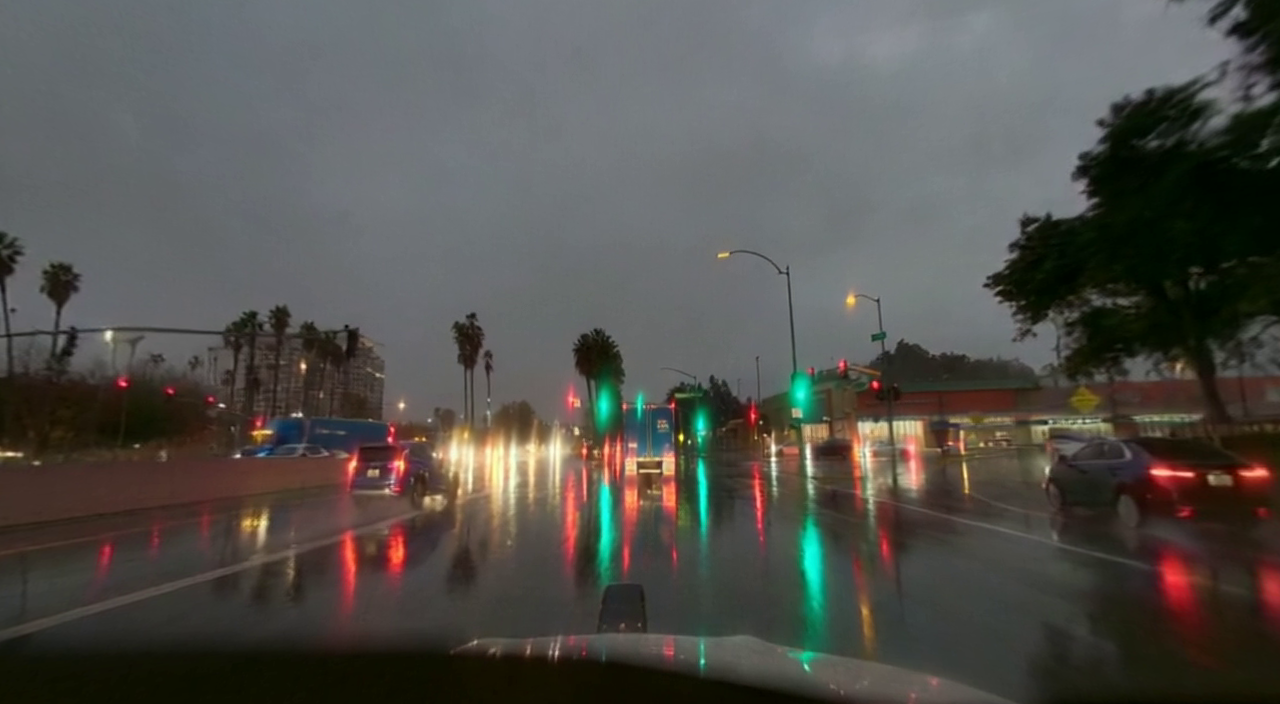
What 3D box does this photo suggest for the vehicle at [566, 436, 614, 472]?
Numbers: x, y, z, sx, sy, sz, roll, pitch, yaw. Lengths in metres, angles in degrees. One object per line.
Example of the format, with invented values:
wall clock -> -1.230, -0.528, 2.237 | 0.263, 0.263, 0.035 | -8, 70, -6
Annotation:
vehicle -> -2.718, 5.680, 35.079 | 2.178, 1.826, 4.933 | 0, -8, 1

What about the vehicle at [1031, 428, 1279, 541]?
vehicle -> 8.879, 2.112, 10.713 | 1.961, 1.502, 4.541 | -1, -9, 8

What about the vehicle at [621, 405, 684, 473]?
vehicle -> 0.681, 4.663, 33.519 | 2.993, 3.235, 6.692 | 0, -8, 1

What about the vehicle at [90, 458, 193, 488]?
vehicle -> -27.833, 6.741, 35.275 | 1.969, 1.487, 4.512 | 0, -8, 1

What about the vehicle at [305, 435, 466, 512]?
vehicle -> -6.072, 2.936, 15.746 | 2.045, 1.630, 4.680 | 0, -8, 0

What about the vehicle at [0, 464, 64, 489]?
vehicle -> -44.867, 8.946, 45.240 | 4.653, 1.744, 2.183 | -1, -9, 5
